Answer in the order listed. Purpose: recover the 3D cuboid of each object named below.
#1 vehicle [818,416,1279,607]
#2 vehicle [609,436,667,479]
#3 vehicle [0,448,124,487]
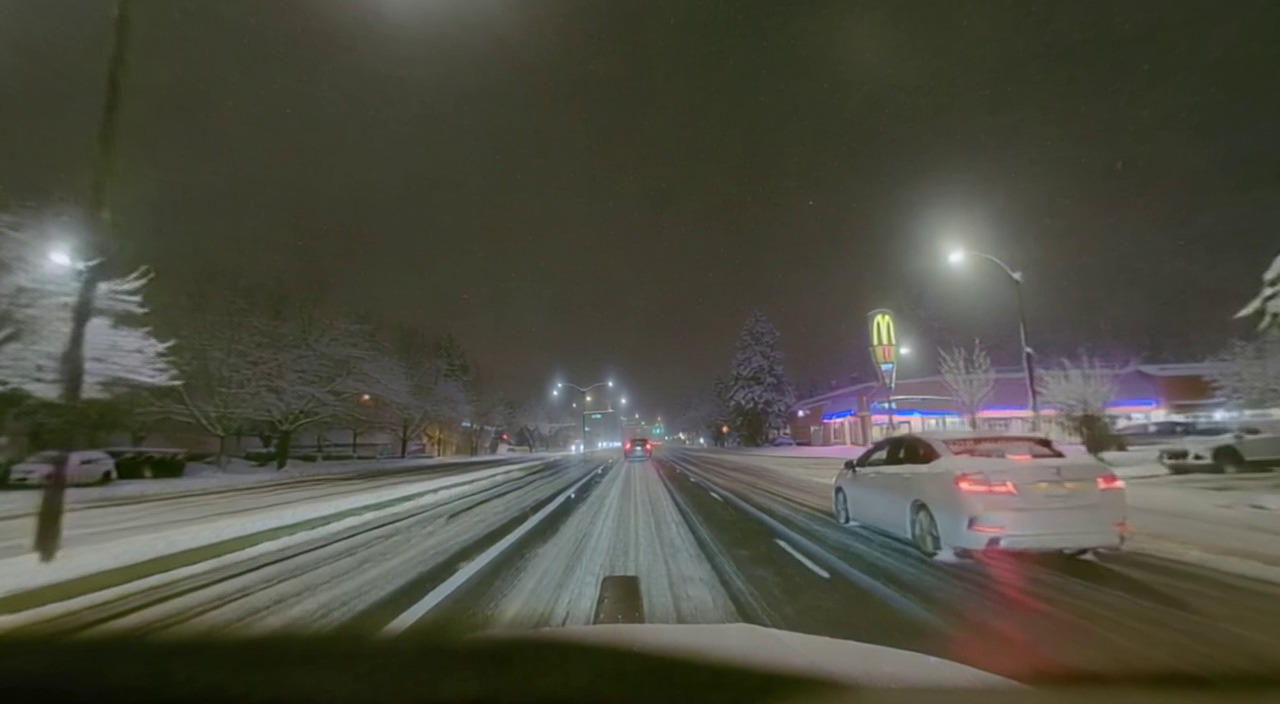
[{"bbox_3d":[3.873,1.587,7.282,2.153,1.456,4.705,0,-9,-1],"label":"vehicle"},{"bbox_3d":[-0.102,3.939,23.704,1.998,1.452,3.773,0,-8,-1],"label":"vehicle"},{"bbox_3d":[-27.175,5.333,29.292,4.519,1.712,1.932,0,-8,-2],"label":"vehicle"}]
